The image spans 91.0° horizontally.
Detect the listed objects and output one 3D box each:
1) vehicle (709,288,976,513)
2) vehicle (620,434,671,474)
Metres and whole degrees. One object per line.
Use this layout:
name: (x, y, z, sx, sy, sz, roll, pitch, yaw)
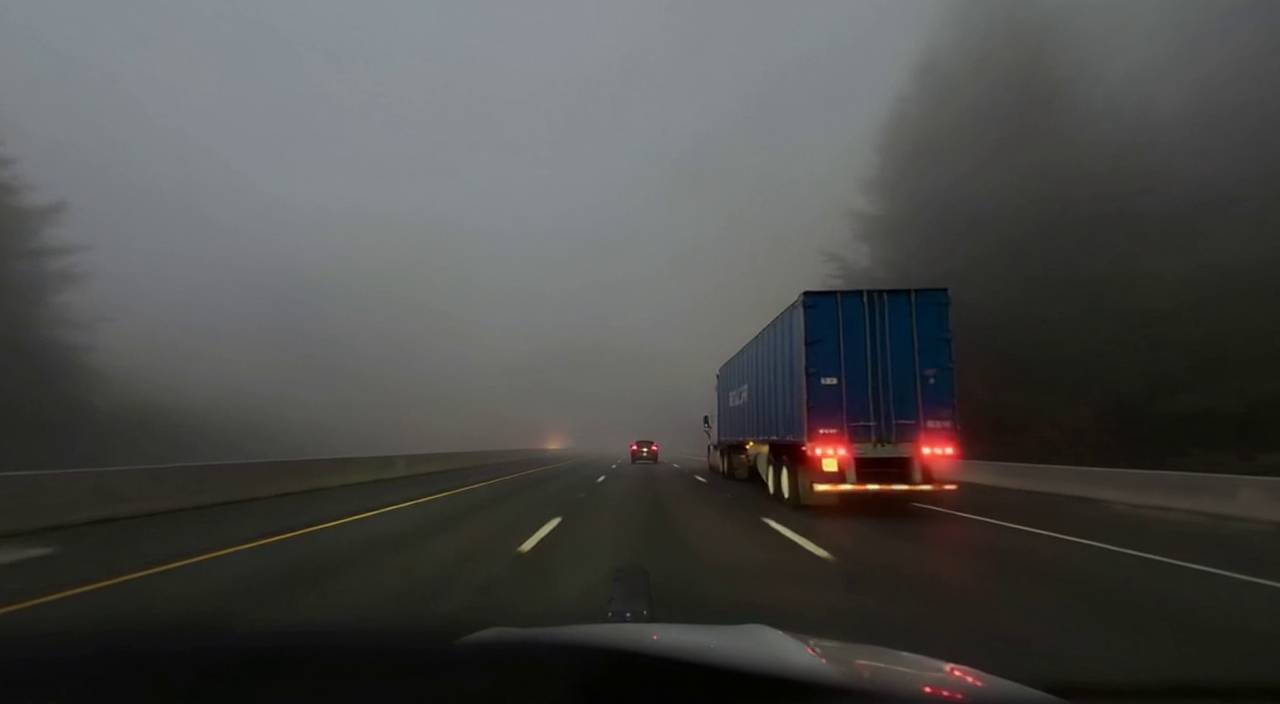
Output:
vehicle: (4.499, 1.924, 19.114, 2.936, 4.125, 15.204, 0, -8, -1)
vehicle: (0.244, 4.522, 28.129, 2.111, 1.635, 4.177, 0, -8, 1)
